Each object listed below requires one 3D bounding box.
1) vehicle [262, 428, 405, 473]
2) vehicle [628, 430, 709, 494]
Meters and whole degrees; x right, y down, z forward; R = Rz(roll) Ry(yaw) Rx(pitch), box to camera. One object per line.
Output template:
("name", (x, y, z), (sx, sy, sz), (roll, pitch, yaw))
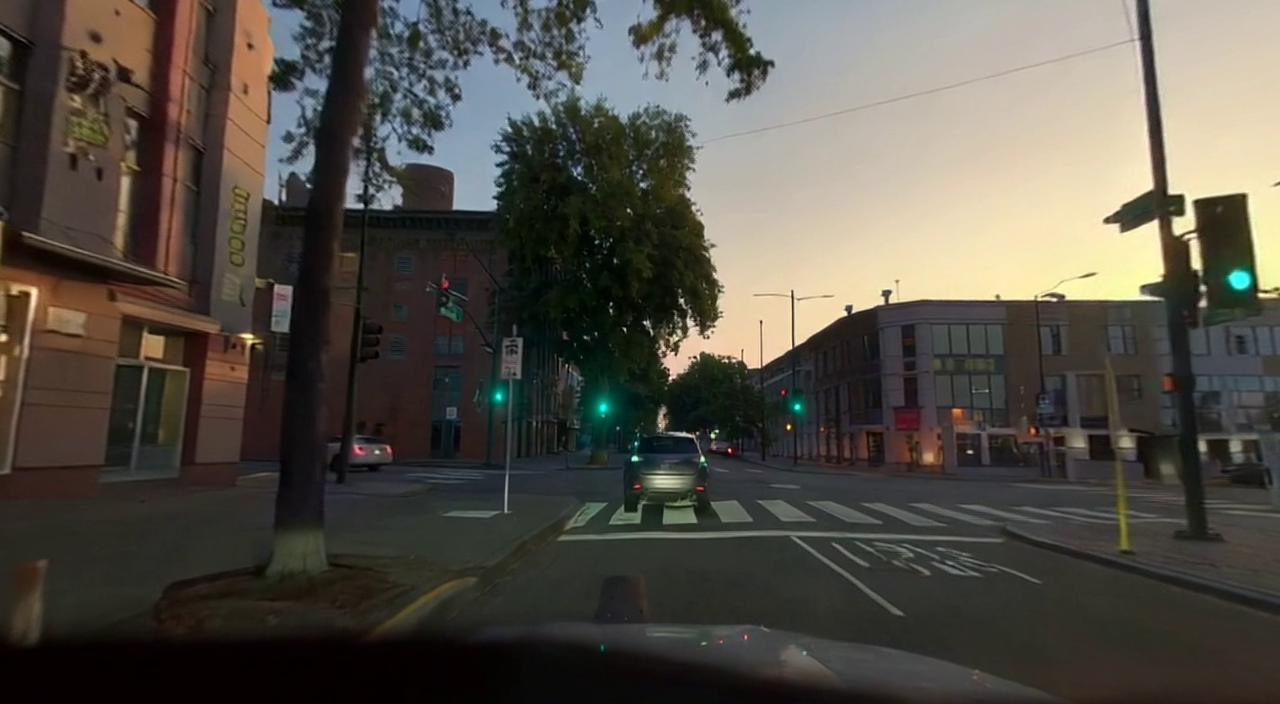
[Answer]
("vehicle", (-11.249, 3.614, 23.245), (4.282, 1.519, 2.077), (-2, -9, 12))
("vehicle", (0.774, 3.098, 18.094), (2.079, 1.621, 3.861), (0, -8, 2))
